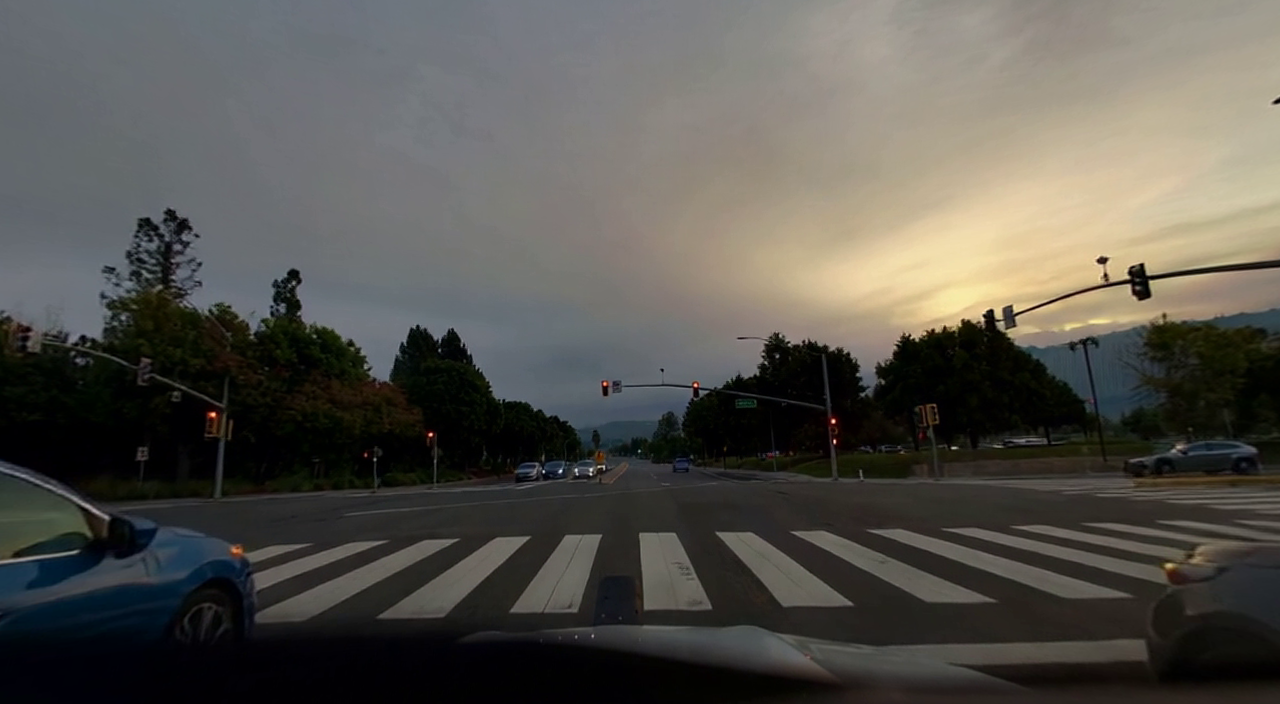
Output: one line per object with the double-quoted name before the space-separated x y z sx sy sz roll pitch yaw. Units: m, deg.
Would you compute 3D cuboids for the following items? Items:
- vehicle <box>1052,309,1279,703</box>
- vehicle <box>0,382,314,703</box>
"vehicle" 2.873 0.515 0.457 2.099 1.671 4.491 0 -9 0
"vehicle" -2.995 0.852 1.906 1.969 1.513 3.773 0 -9 0
